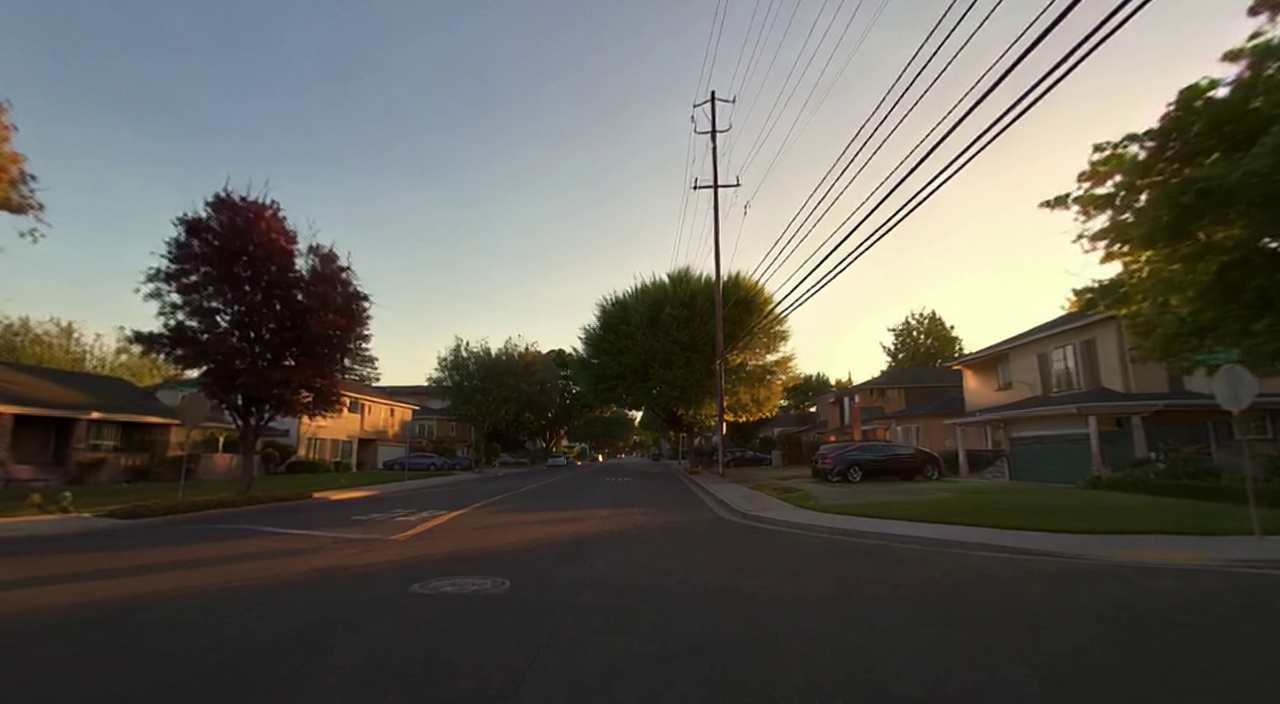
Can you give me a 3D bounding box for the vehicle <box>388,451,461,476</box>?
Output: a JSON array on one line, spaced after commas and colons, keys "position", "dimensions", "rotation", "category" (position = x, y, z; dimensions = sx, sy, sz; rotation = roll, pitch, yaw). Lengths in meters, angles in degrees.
[{"position": [-15.459, 7.985, 45.414], "dimensions": [4.500, 1.714, 1.924], "rotation": [-1, -9, 7], "category": "vehicle"}]
